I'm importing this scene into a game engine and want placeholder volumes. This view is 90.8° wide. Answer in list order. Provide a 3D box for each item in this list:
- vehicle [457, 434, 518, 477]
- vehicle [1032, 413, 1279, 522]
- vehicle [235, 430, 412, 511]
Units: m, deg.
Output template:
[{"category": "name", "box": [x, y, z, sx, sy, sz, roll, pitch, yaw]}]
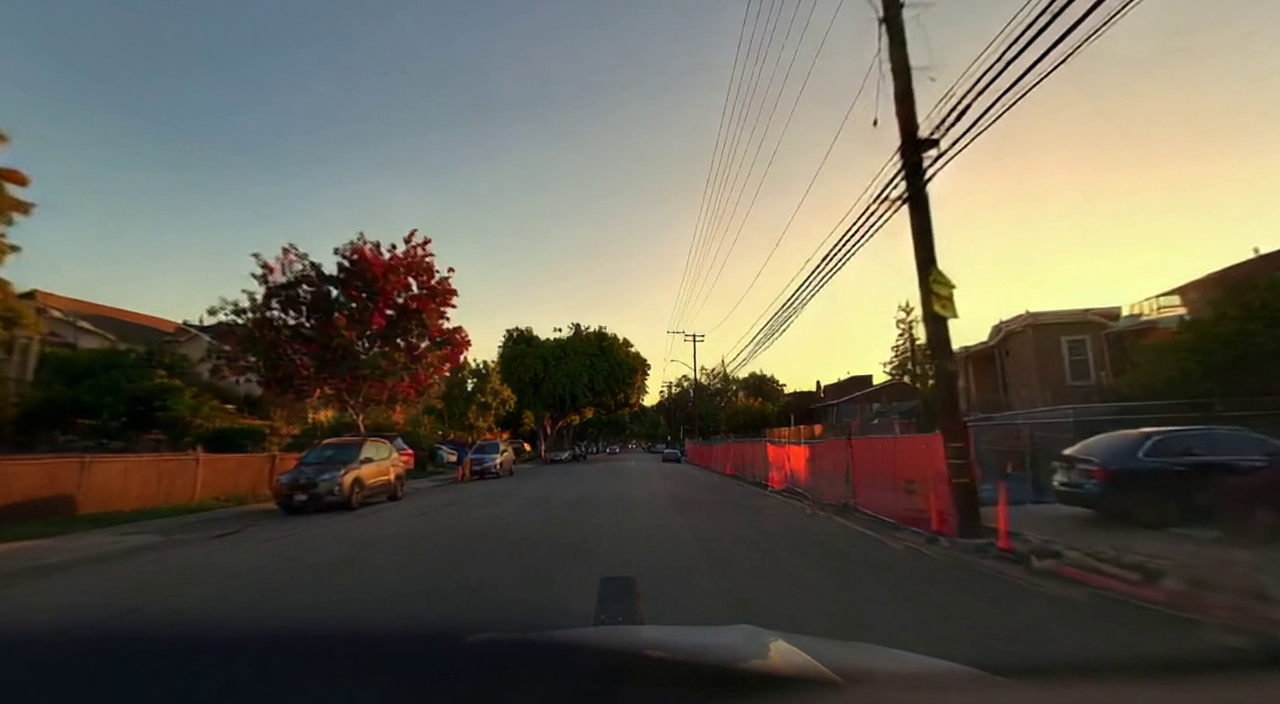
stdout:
[{"category": "vehicle", "box": [-6.836, 4.707, 28.706, 1.932, 1.743, 4.079, -2, -9, -2]}, {"category": "vehicle", "box": [9.916, 1.930, 10.810, 4.954, 1.670, 2.052, 0, -9, 2]}, {"category": "vehicle", "box": [-7.703, 2.912, 16.044, 2.019, 1.723, 4.650, 0, -9, 1]}]
